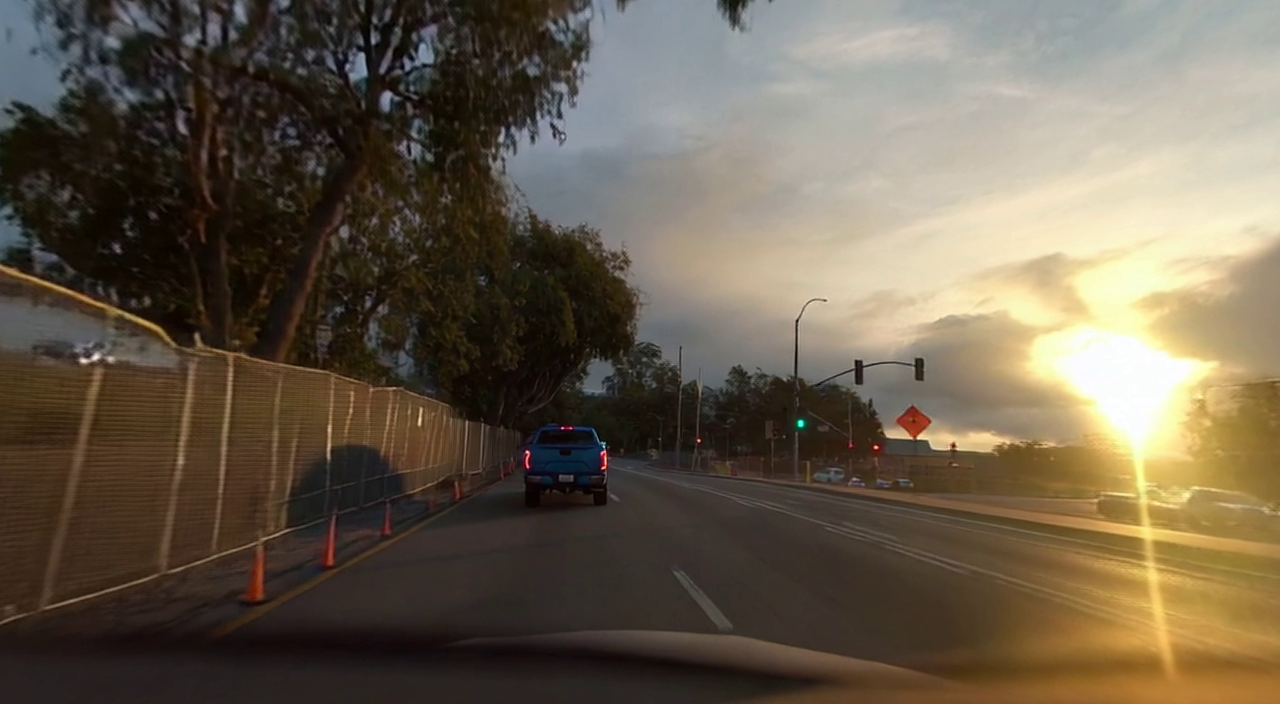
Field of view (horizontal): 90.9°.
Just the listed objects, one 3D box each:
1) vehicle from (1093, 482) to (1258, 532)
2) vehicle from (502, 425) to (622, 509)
[{"bbox_3d":[19.286,5.558,23.026,1.808,1.467,4.360,2,-10,-8],"label":"vehicle"},{"bbox_3d":[-1.776,2.749,15.650,2.436,1.698,5.322,0,-8,-4],"label":"vehicle"}]
